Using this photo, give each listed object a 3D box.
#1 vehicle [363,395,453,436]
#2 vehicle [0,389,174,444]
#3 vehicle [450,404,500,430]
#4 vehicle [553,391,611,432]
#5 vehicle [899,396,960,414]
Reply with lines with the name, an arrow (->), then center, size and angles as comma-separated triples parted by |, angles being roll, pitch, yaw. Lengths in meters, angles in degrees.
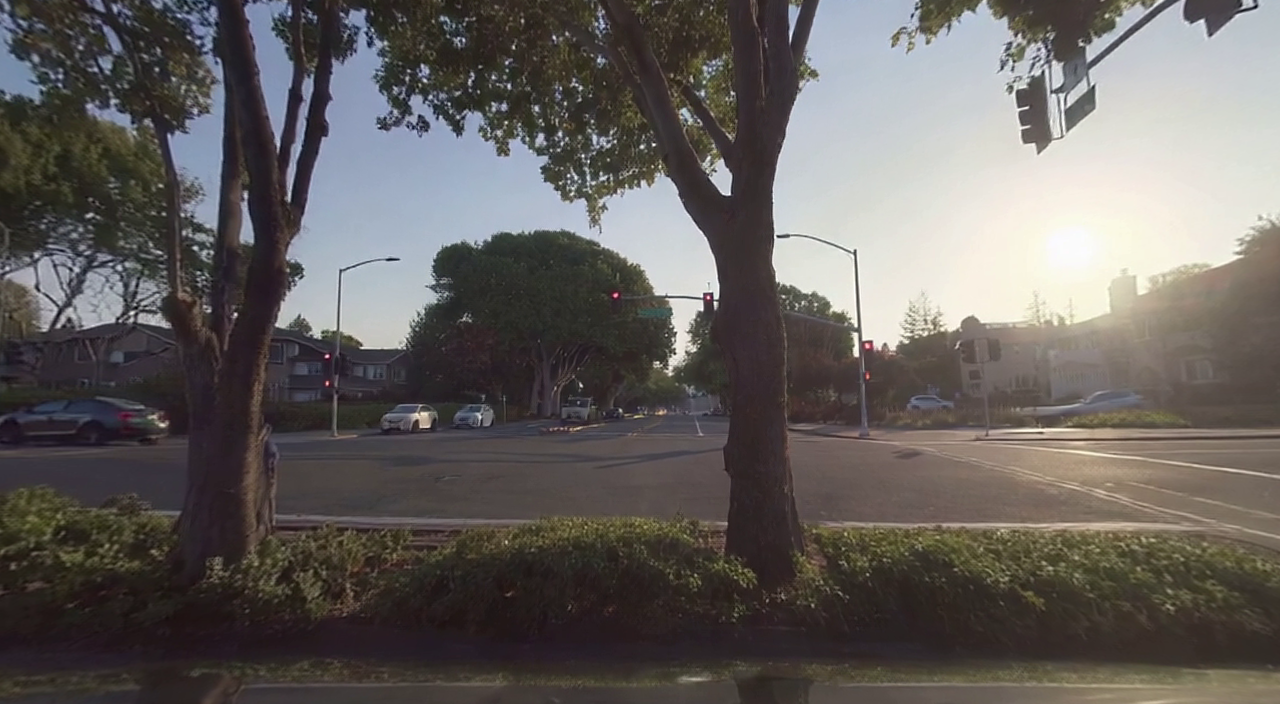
vehicle -> -12.222, 3.470, 33.664 | 2.340, 1.902, 4.920 | -2, -9, 9
vehicle -> -18.593, 2.201, 21.159 | 4.445, 1.723, 2.007 | -1, -9, 4
vehicle -> -10.885, 4.396, 42.065 | 1.899, 1.510, 4.294 | -1, -9, 5
vehicle -> -3.085, 3.376, 34.889 | 2.306, 1.907, 5.382 | -1, -9, 5
vehicle -> 22.457, 4.154, 49.124 | 3.933, 1.219, 1.700 | 0, -9, 4
